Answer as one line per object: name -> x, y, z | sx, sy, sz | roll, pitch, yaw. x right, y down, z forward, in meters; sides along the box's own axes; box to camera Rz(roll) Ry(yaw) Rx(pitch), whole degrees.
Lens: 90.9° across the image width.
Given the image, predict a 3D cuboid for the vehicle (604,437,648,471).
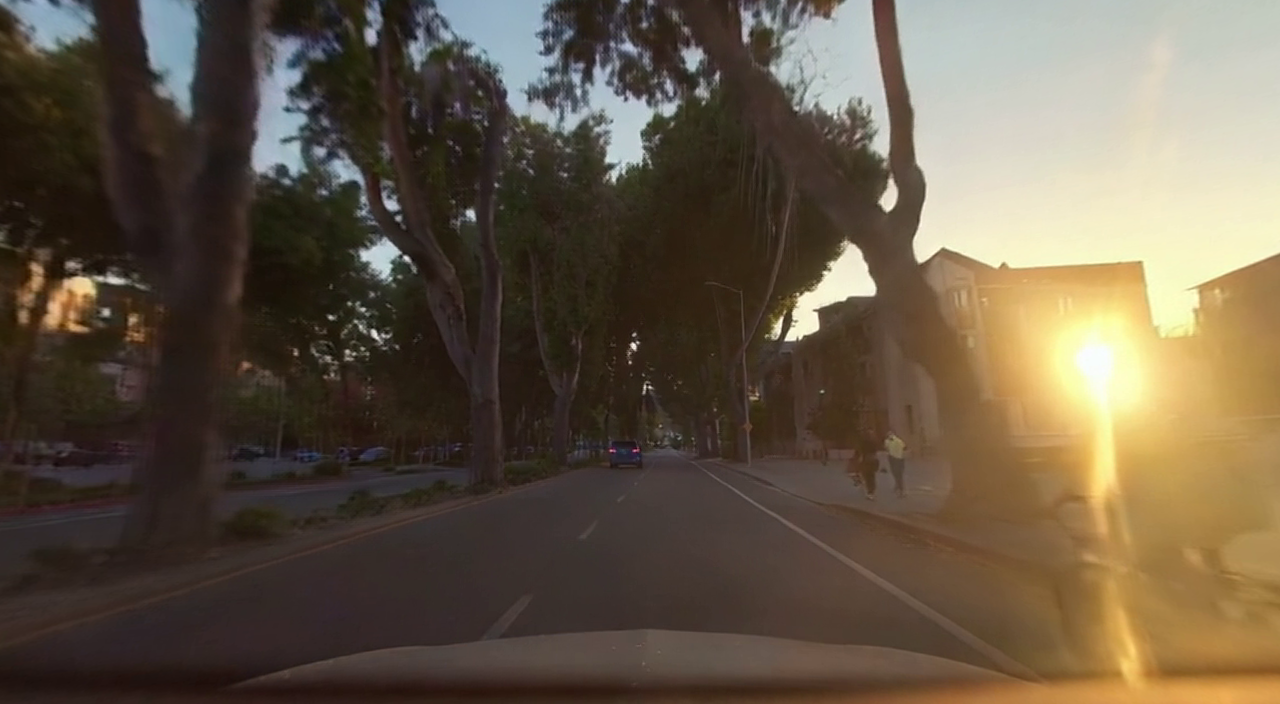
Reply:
vehicle -> -0.755, 5.990, 37.277 | 2.294, 1.859, 5.127 | -1, -9, 2
